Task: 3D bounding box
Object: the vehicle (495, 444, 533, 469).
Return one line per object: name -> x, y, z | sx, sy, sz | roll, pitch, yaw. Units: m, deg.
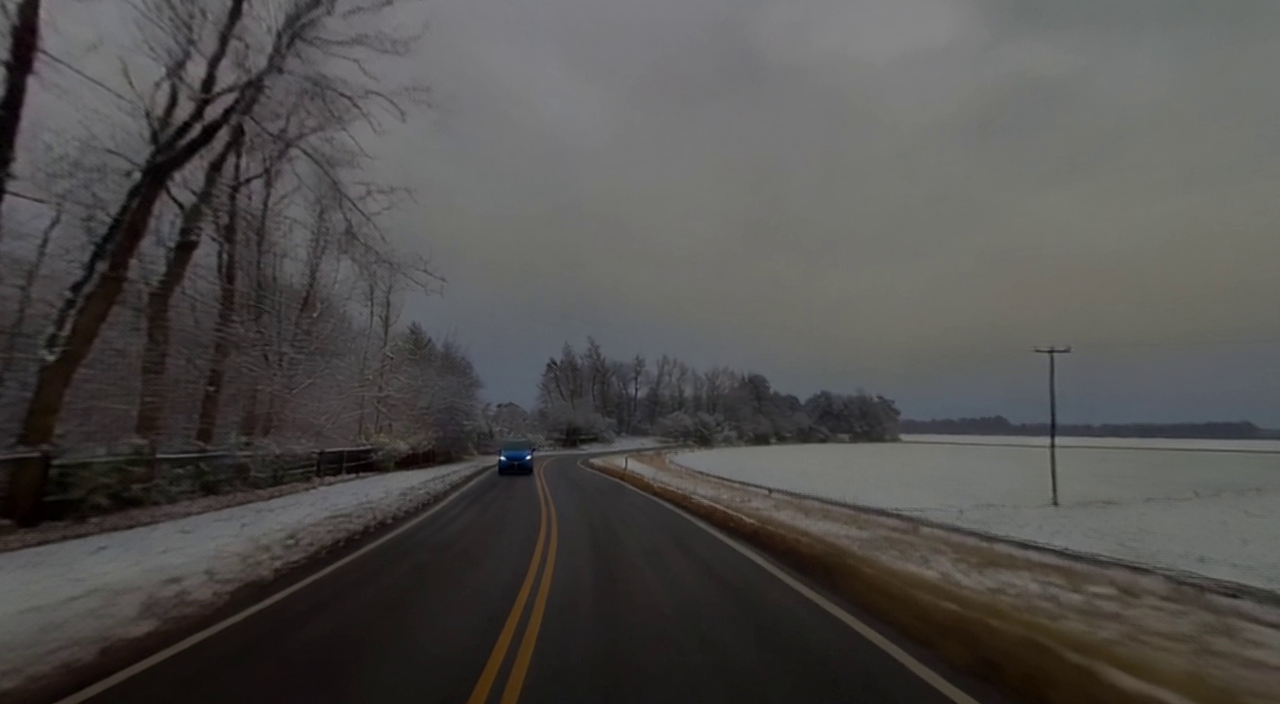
vehicle -> -8.137, 6.776, 41.153 | 1.987, 1.521, 3.649 | 0, -9, -5
